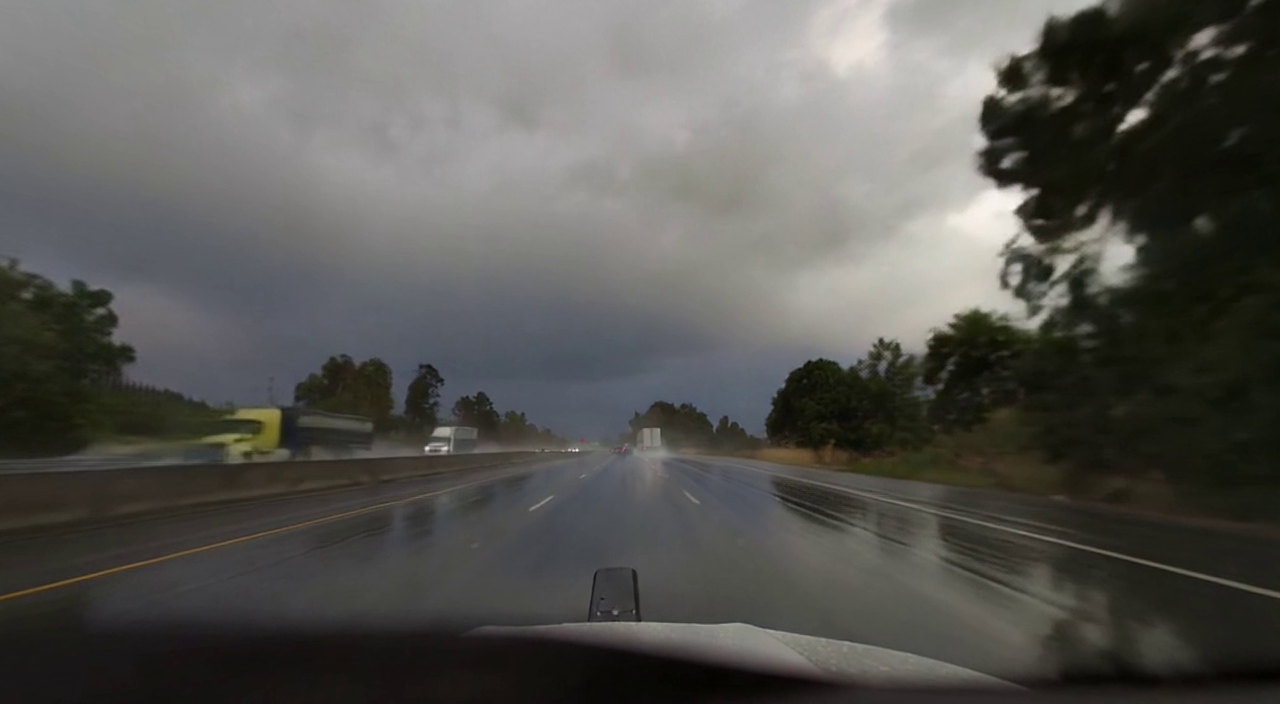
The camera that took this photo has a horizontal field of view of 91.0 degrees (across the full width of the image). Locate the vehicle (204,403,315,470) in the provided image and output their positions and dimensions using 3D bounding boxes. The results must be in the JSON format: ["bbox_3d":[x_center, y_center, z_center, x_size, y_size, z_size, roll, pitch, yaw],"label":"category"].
[{"bbox_3d":[-25.037,5.625,41.866,3.491,4.038,6.170,-1,-9,-1],"label":"vehicle"}]
